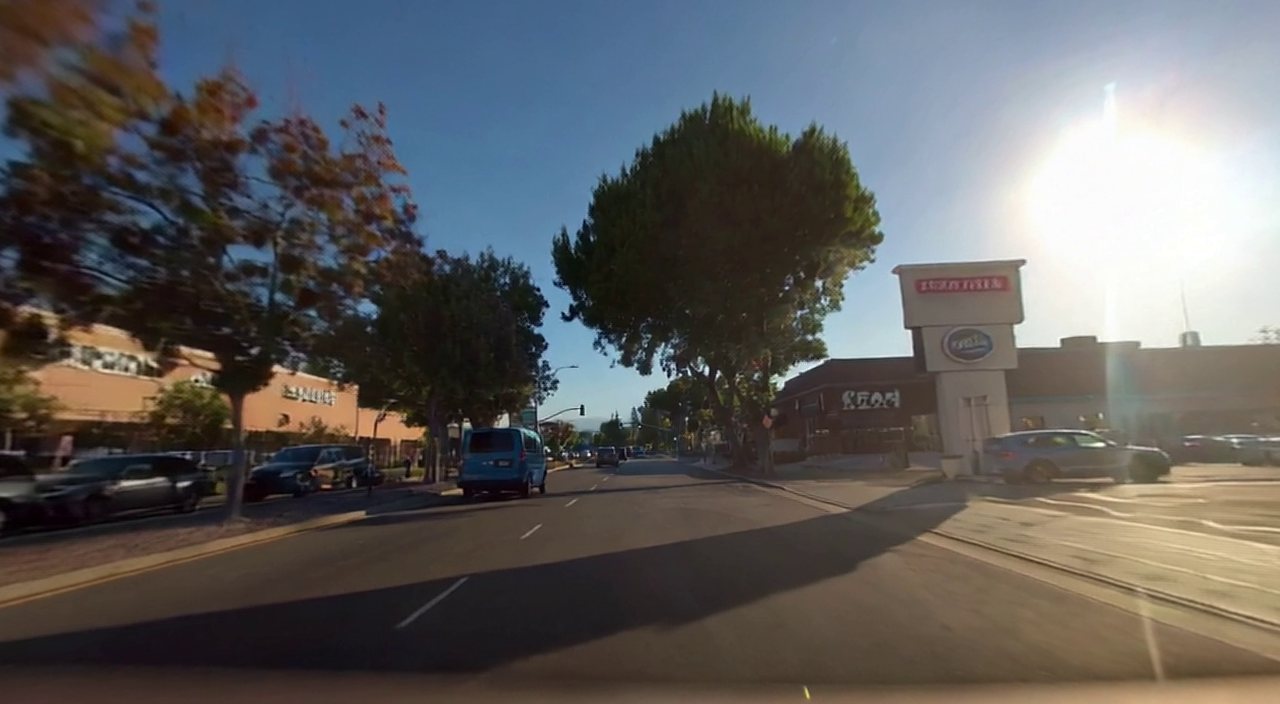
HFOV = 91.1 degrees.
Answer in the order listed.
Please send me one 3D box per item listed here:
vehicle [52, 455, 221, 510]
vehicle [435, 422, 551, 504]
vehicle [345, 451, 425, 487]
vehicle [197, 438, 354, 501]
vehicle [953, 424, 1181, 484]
[{"bbox_3d":[-15.636,4.026,19.865,1.785,1.476,4.293,0,-9,0],"label":"vehicle"},{"bbox_3d":[-3.974,3.110,18.034,2.152,1.987,4.952,0,-9,0],"label":"vehicle"},{"bbox_3d":[-11.231,5.170,28.029,1.812,1.405,4.305,0,-9,-1],"label":"vehicle"},{"bbox_3d":[-11.769,3.795,20.758,2.332,1.815,4.639,0,-9,1],"label":"vehicle"},{"bbox_3d":[11.280,2.726,16.874,4.607,1.471,1.982,0,-9,1],"label":"vehicle"}]
